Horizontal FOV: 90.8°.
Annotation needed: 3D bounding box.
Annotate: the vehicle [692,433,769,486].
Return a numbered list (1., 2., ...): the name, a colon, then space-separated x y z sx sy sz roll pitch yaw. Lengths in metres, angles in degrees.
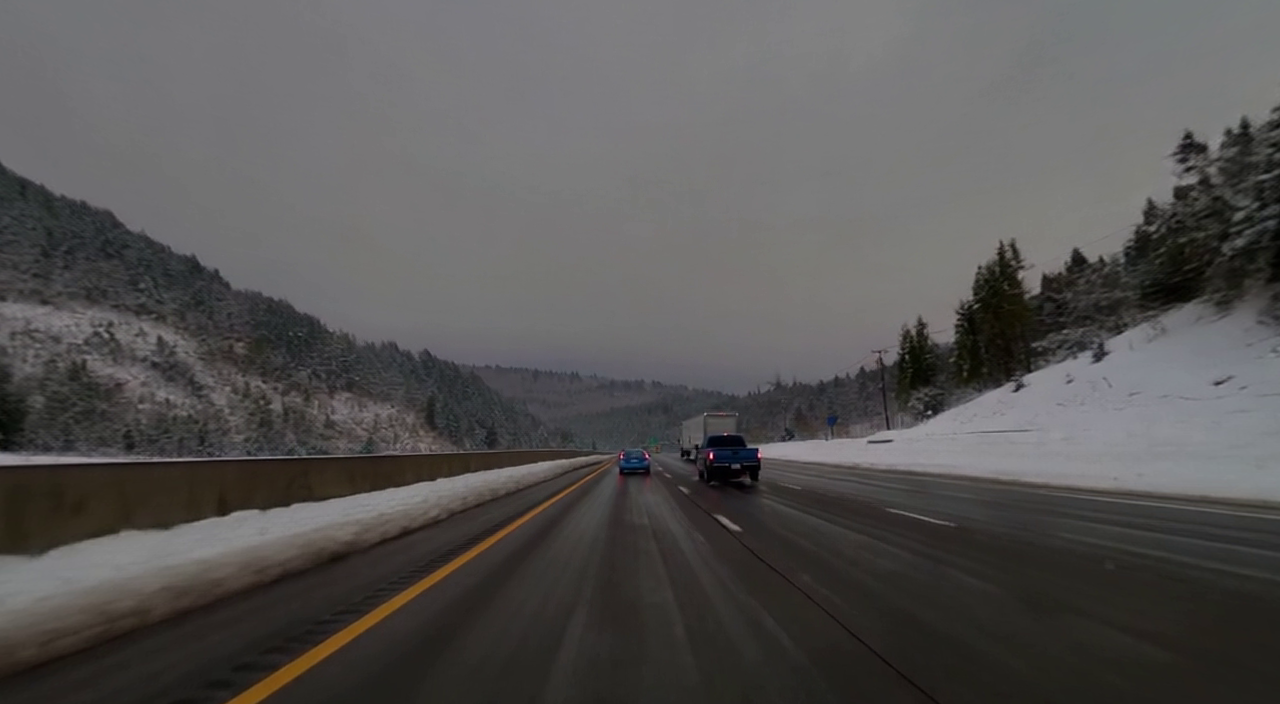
1. vehicle: 3.311 4.041 24.037 2.098 1.794 4.561 0 -9 -2

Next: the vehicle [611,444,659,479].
1. vehicle: -0.261 5.093 29.613 2.083 1.477 3.965 0 -9 -1
